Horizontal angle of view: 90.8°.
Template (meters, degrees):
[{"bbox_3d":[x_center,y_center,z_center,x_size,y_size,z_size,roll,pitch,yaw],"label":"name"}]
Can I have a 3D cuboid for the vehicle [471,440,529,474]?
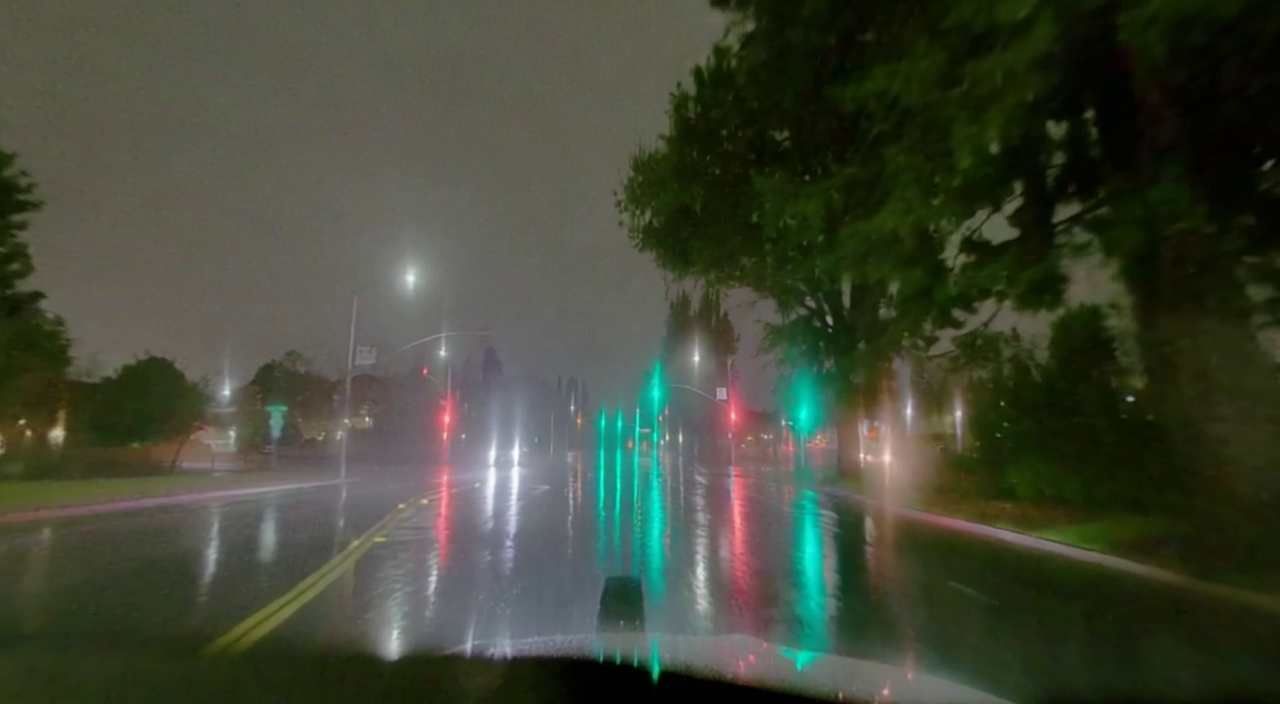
[{"bbox_3d":[-7.561,5.695,34.485,2.091,1.727,4.413,0,-8,1],"label":"vehicle"}]
